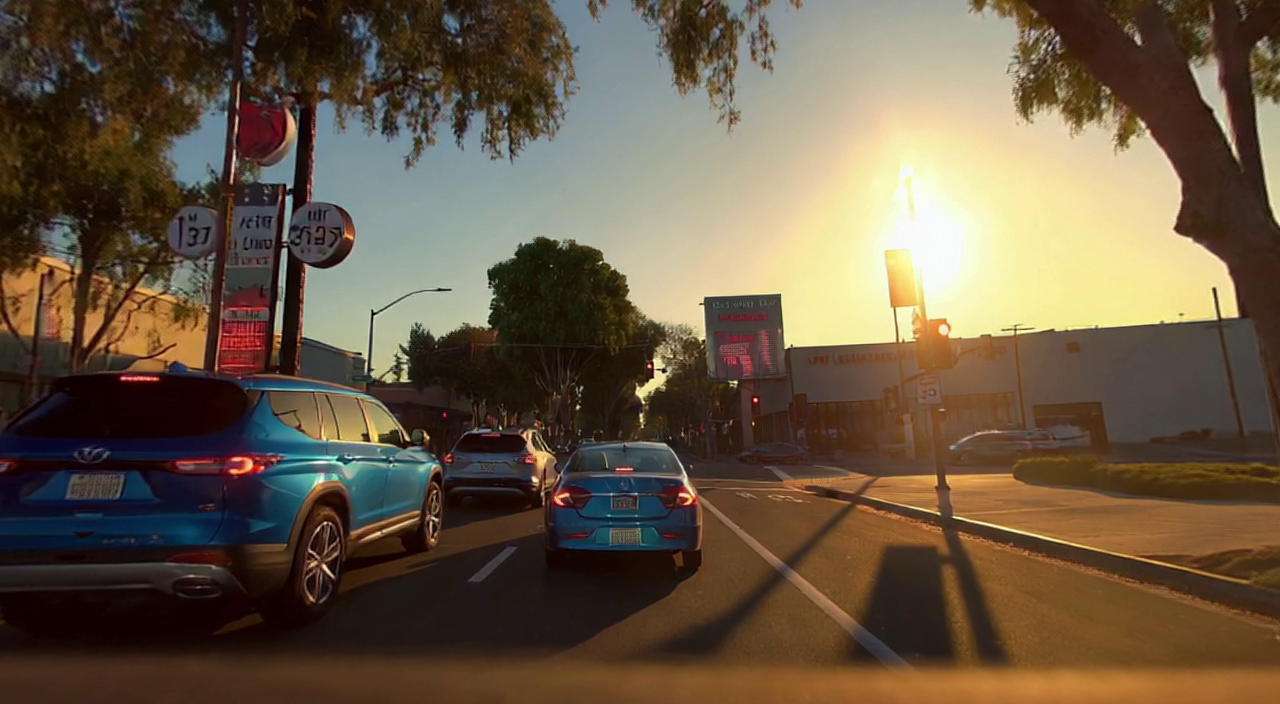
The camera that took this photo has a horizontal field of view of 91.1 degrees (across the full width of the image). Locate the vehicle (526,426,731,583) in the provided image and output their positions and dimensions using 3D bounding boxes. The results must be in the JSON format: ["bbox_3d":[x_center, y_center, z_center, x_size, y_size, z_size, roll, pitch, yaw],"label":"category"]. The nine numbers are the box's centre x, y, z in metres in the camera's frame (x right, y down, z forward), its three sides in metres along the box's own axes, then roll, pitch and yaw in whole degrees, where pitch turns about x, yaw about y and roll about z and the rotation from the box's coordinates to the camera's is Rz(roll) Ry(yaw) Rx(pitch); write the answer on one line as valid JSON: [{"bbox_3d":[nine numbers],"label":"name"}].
[{"bbox_3d":[-0.154,1.777,8.176,1.966,1.481,4.146,0,-8,-1],"label":"vehicle"}]

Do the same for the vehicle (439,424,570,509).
[{"bbox_3d":[-2.926,2.594,14.606,2.047,1.664,4.148,0,-8,1],"label":"vehicle"}]

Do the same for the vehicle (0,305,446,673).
[{"bbox_3d":[-3.820,1.138,6.208,2.152,2.118,5.066,0,-8,0],"label":"vehicle"}]

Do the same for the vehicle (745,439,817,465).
[{"bbox_3d":[8.214,5.862,36.713,3.924,1.447,2.039,-2,-9,11],"label":"vehicle"}]

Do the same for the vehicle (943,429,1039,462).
[{"bbox_3d":[19.473,5.213,35.017,4.116,1.719,2.069,-1,-9,7],"label":"vehicle"}]
